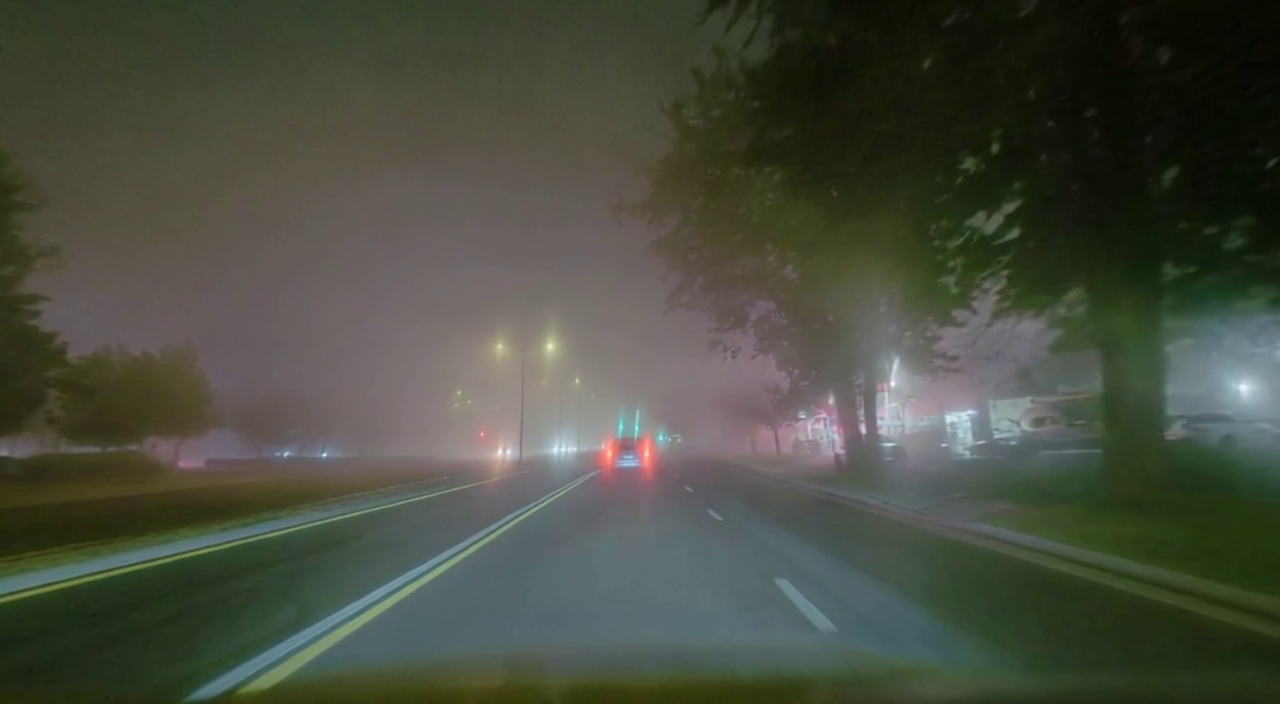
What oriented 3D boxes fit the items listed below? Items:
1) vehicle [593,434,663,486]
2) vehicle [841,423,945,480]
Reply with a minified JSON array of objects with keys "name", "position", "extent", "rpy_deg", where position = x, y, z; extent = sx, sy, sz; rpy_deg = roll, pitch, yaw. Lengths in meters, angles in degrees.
[{"name":"vehicle","position":[-0.338,3.536,20.891],"extent":[2.062,1.519,4.214],"rpy_deg":[0,-8,0]},{"name":"vehicle","position":[9.295,3.714,23.633],"extent":[2.083,1.882,4.674],"rpy_deg":[0,-8,2]}]
